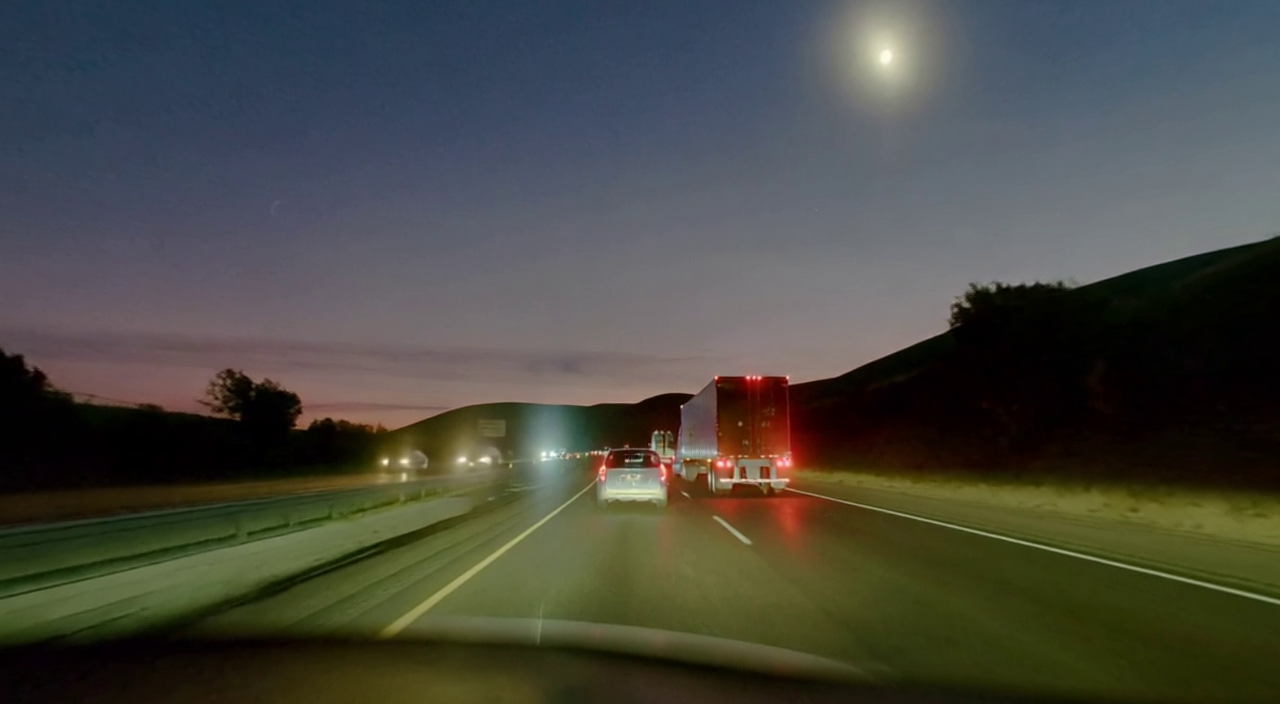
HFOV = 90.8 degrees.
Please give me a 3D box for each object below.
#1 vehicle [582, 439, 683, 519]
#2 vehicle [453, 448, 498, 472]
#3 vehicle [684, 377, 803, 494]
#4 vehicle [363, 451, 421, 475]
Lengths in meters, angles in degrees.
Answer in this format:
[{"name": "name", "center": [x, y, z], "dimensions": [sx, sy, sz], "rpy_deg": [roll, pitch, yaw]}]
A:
[{"name": "vehicle", "center": [-0.181, 2.977, 15.218], "dimensions": [2.109, 1.639, 3.768], "rpy_deg": [0, -9, -1]}, {"name": "vehicle", "center": [-11.824, 7.793, 45.614], "dimensions": [2.089, 1.615, 4.363], "rpy_deg": [0, -9, -1]}, {"name": "vehicle", "center": [4.060, 3.990, 28.956], "dimensions": [2.812, 4.024, 14.098], "rpy_deg": [0, -9, -1]}, {"name": "vehicle", "center": [-16.127, 7.233, 41.296], "dimensions": [2.005, 1.495, 4.508], "rpy_deg": [0, -9, -1]}]
